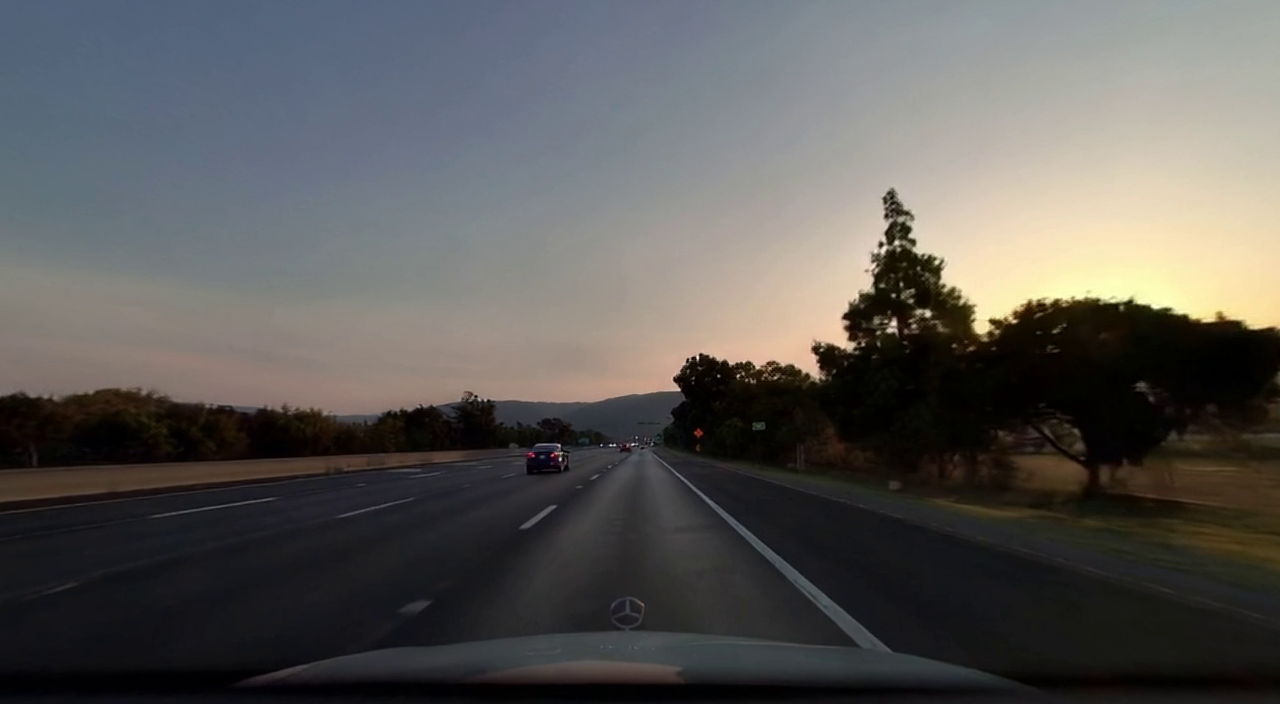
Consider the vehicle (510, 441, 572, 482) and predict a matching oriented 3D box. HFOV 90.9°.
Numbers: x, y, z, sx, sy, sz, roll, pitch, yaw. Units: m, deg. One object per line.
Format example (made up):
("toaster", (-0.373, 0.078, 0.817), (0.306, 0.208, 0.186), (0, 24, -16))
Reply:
("vehicle", (-3.874, 4.319, 25.220), (1.786, 1.488, 4.023), (0, -8, 1))
